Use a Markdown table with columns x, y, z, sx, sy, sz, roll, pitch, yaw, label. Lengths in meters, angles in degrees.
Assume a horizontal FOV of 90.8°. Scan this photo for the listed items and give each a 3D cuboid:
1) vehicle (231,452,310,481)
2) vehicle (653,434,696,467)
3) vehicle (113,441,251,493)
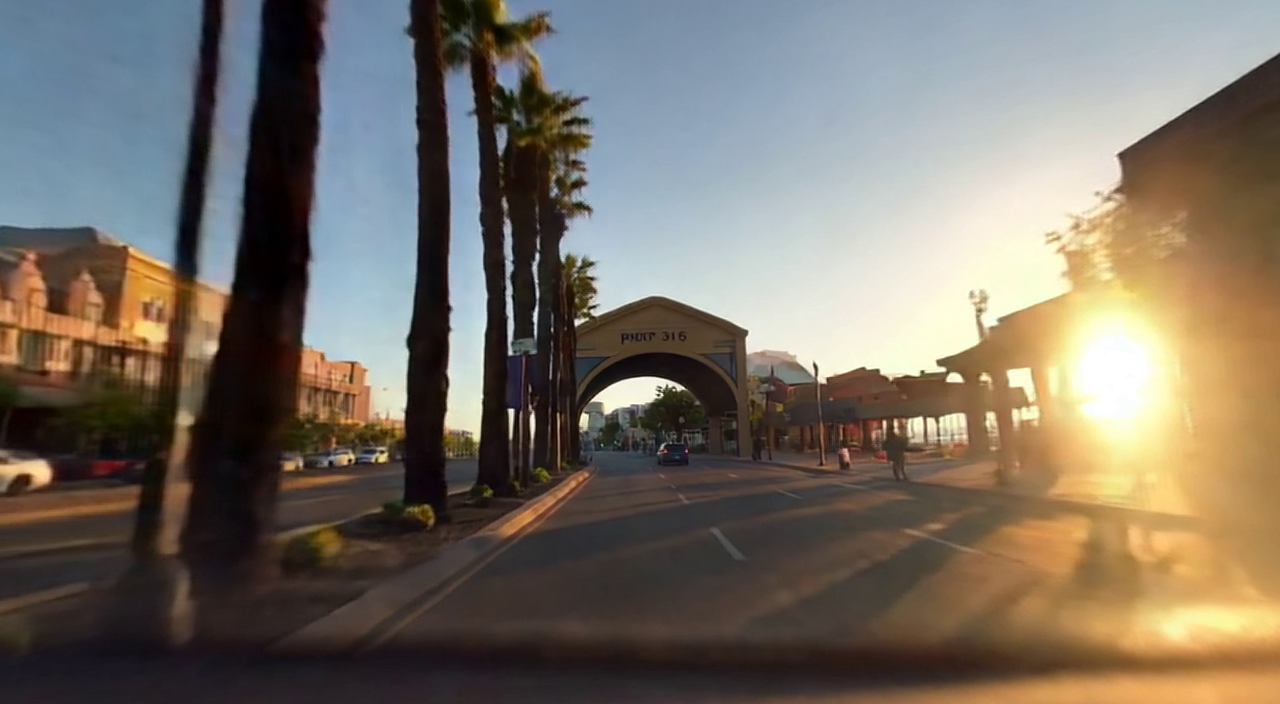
| x | y | z | sx | sy | sz | roll | pitch | yaw | label |
| --- | --- | --- | --- | --- | --- | --- | --- | --- | --- |
| -21.806 | 6.728 | 37.492 | 1.866 | 1.553 | 4.835 | 0 | -9 | -2 | vehicle |
| 2.228 | 6.645 | 42.665 | 2.284 | 2.010 | 6.670 | 0 | -9 | -2 | vehicle |
| -18.399 | 4.606 | 25.734 | 2.136 | 1.890 | 4.670 | 0 | -9 | -1 | vehicle |
